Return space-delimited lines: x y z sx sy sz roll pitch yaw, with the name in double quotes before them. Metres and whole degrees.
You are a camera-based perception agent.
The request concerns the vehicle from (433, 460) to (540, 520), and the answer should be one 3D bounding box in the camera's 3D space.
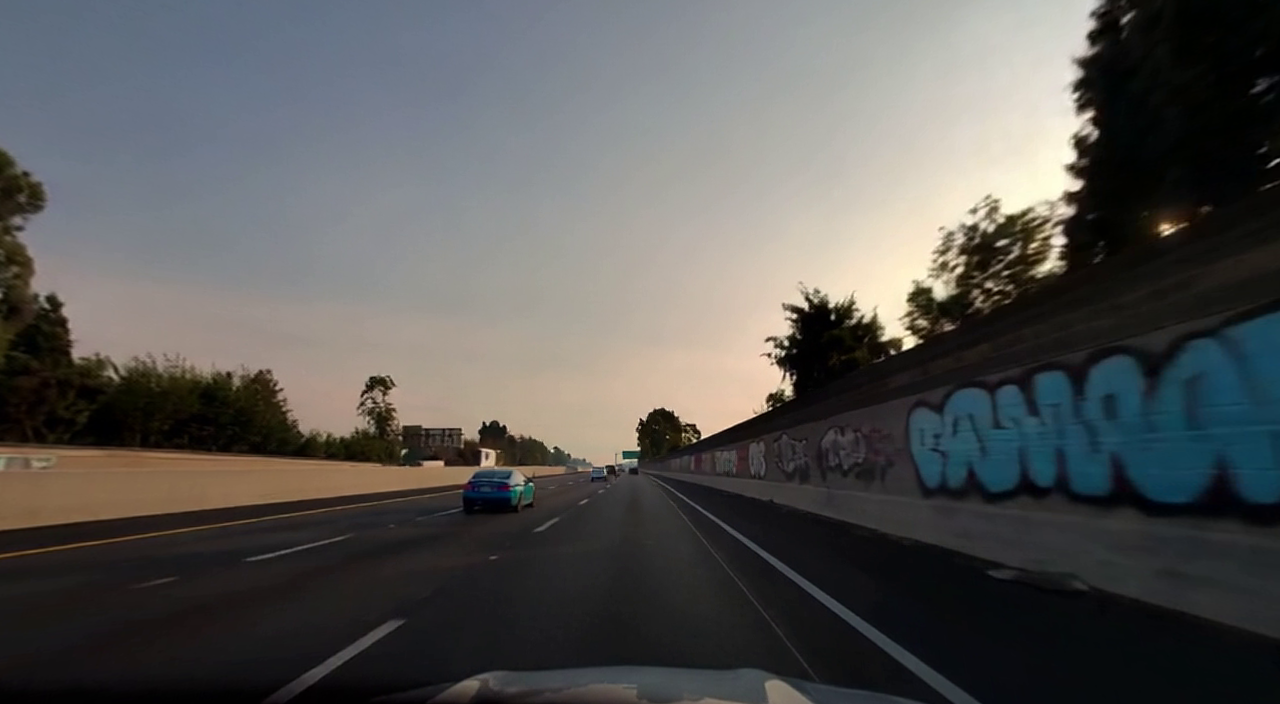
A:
"vehicle" -4.088 3.745 17.419 1.941 1.437 3.829 1 -10 0
